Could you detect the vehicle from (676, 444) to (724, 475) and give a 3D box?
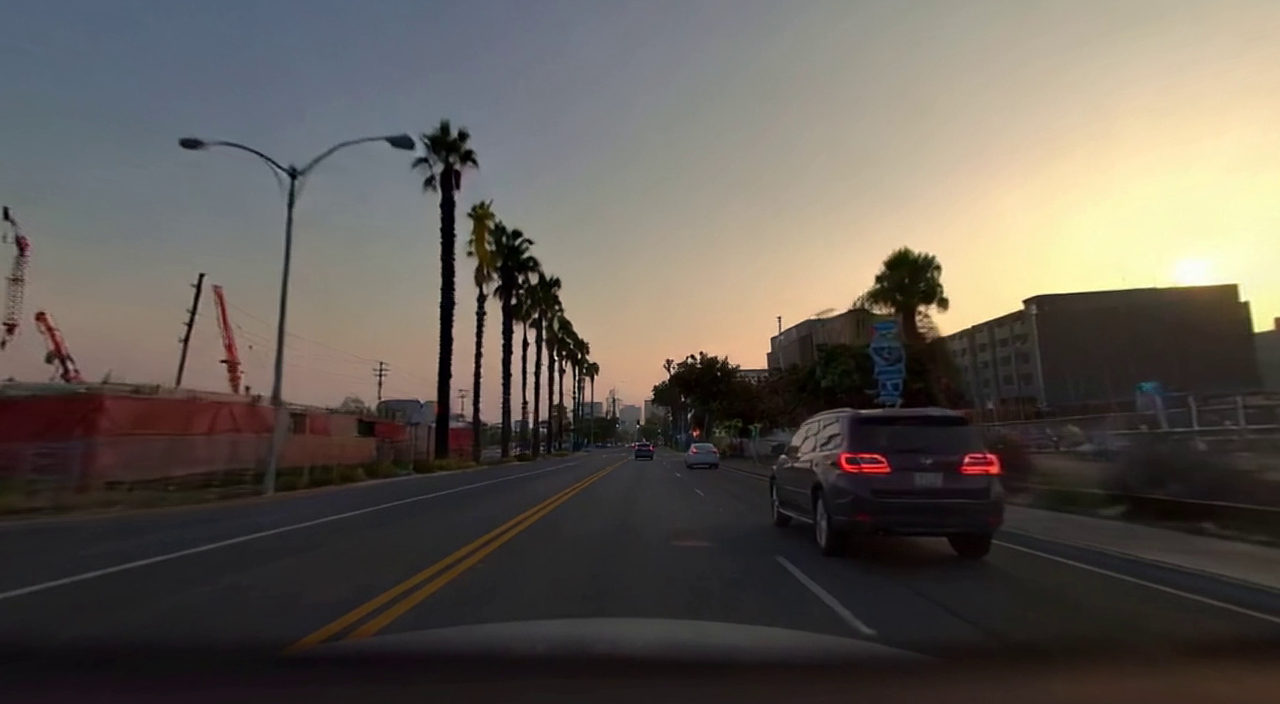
[{"bbox_3d":[3.220,5.869,34.632,2.148,1.562,4.642,0,-8,0],"label":"vehicle"}]

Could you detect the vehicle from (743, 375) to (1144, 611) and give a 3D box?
[{"bbox_3d":[3.002,1.594,8.161,2.386,1.970,5.665,0,-8,0],"label":"vehicle"}]
